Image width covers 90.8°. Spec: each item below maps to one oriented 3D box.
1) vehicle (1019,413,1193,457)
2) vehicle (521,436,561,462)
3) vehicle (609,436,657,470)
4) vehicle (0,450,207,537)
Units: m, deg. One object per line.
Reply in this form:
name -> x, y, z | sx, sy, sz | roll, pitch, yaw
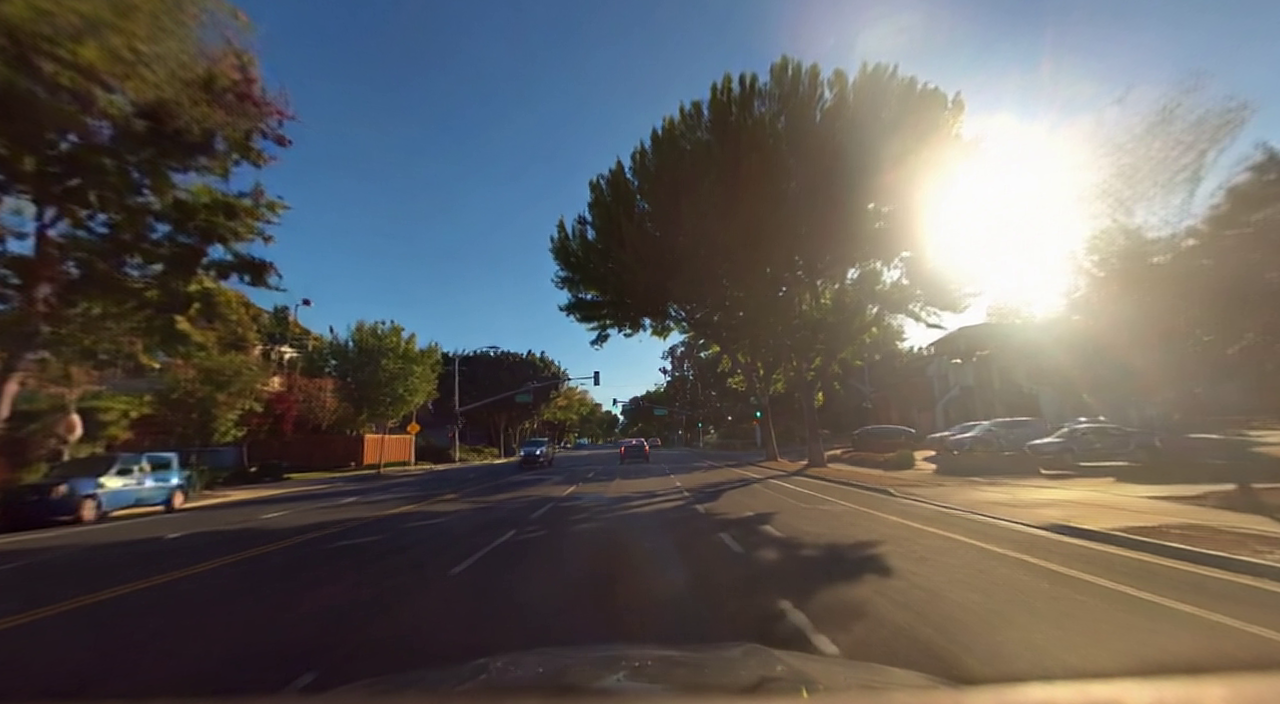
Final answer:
vehicle -> 16.681, 3.003, 22.823 | 4.658, 1.495, 1.978 | 0, -9, 1
vehicle -> -7.026, 6.981, 45.372 | 2.117, 1.756, 4.375 | 0, -9, 0
vehicle -> -0.300, 4.689, 29.498 | 2.104, 1.462, 3.991 | 0, -9, 0
vehicle -> -12.980, 3.245, 15.201 | 1.957, 1.754, 4.393 | 0, -9, 0
